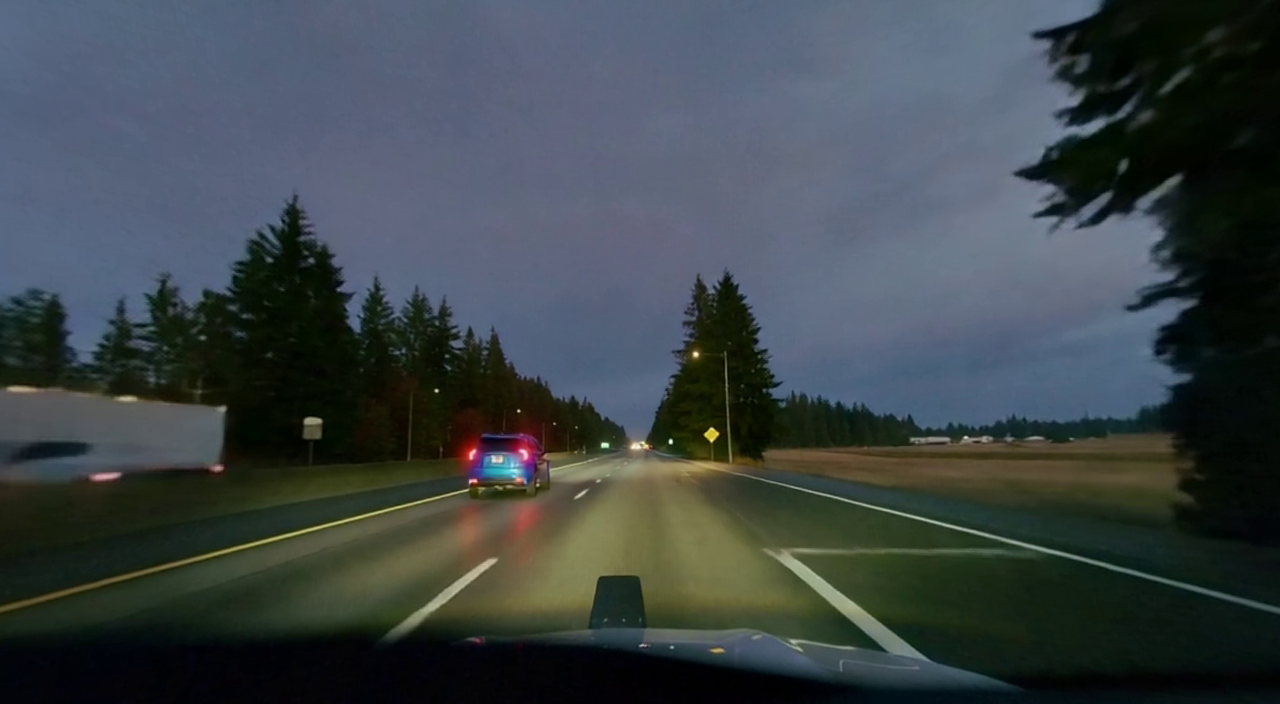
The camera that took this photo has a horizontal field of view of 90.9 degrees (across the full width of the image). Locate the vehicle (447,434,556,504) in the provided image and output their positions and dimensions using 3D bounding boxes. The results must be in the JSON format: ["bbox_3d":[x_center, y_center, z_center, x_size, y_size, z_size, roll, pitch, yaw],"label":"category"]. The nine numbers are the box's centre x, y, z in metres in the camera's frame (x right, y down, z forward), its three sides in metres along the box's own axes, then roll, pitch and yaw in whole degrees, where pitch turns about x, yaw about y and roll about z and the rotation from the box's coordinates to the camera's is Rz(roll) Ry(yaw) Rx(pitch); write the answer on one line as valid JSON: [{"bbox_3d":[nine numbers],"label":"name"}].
[{"bbox_3d":[-3.848,3.332,18.428,2.084,1.752,4.479,-1,-9,1],"label":"vehicle"}]
